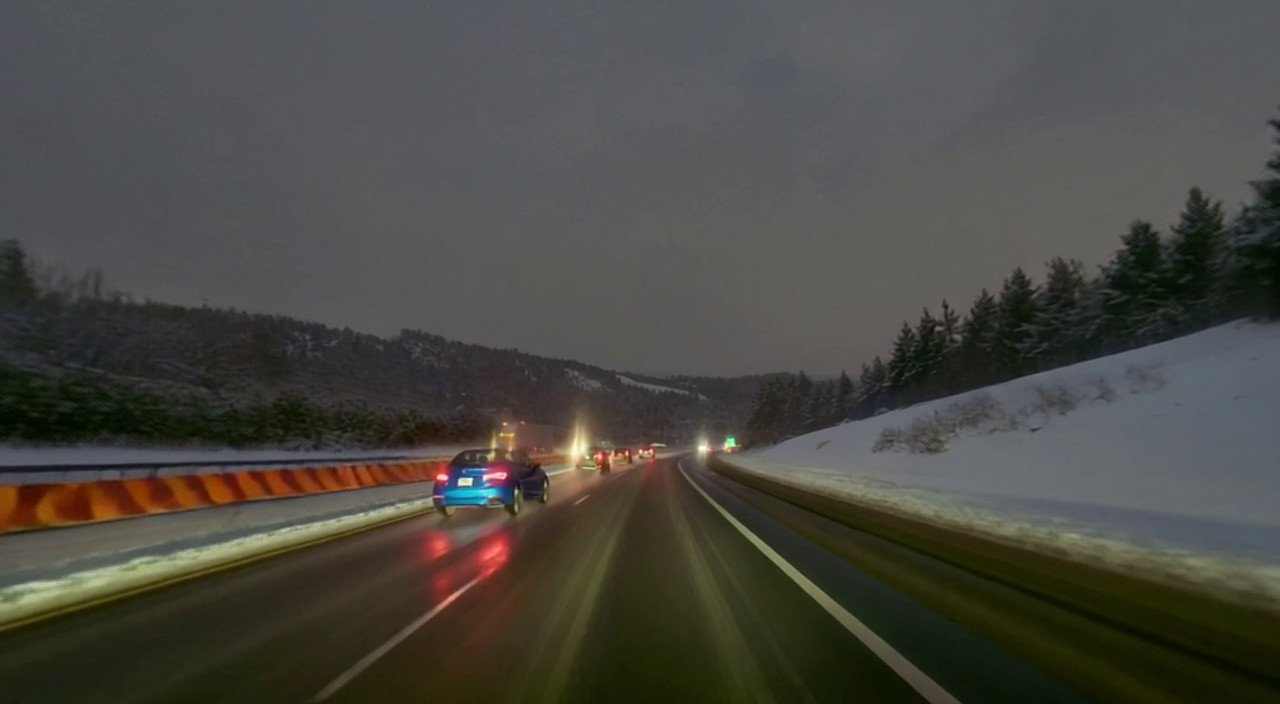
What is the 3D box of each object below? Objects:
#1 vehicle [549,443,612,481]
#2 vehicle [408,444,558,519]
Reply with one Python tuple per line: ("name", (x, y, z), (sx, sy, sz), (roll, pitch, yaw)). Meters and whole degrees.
("vehicle", (-2.410, 4.626, 26.729), (2.094, 1.480, 4.124), (0, -9, 2))
("vehicle", (-3.078, 2.639, 13.307), (2.061, 1.330, 3.928), (0, -9, 2))
